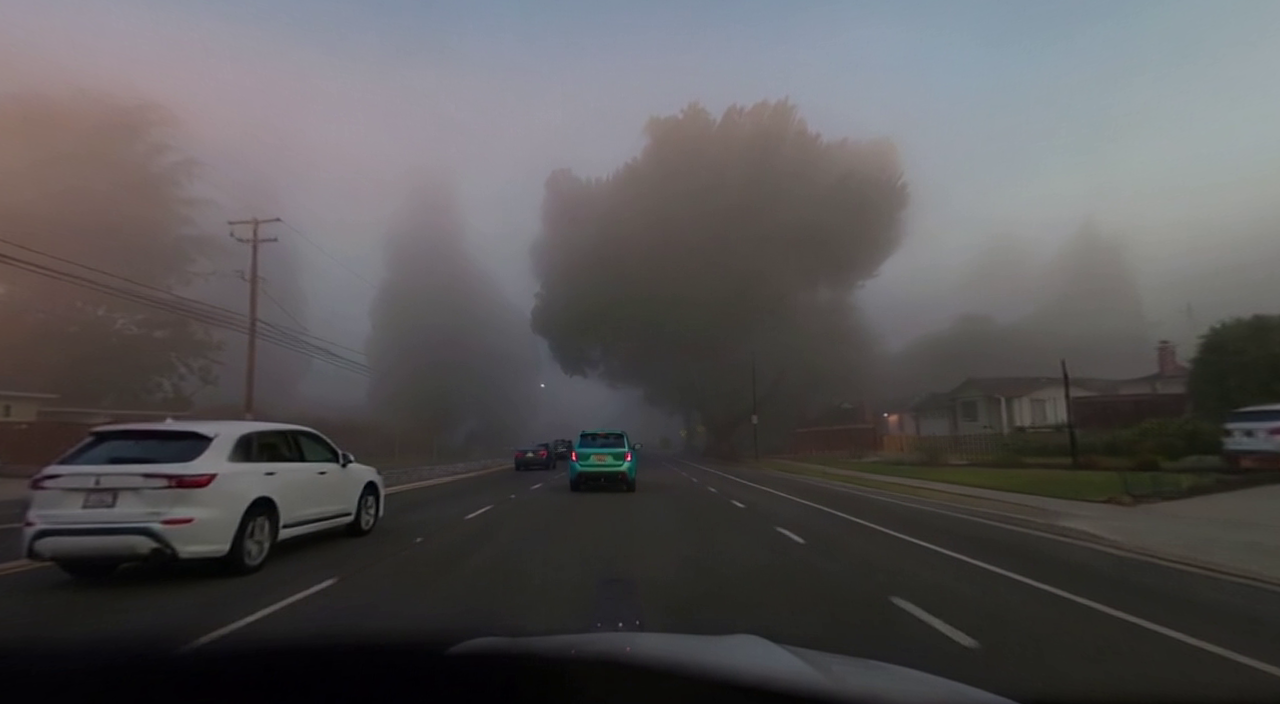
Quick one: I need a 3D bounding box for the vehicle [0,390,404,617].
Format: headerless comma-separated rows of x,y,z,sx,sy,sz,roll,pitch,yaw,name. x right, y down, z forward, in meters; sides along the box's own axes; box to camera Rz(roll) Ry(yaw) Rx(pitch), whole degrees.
-4.738,1.492,7.210,2.243,1.722,4.621,0,-8,1,vehicle

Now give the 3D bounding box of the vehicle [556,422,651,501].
-0.836,2.774,16.396,2.131,1.761,4.242,0,-8,-1,vehicle

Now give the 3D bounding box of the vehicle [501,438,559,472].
-5.287,5.009,30.948,2.014,1.493,4.658,0,-8,0,vehicle
